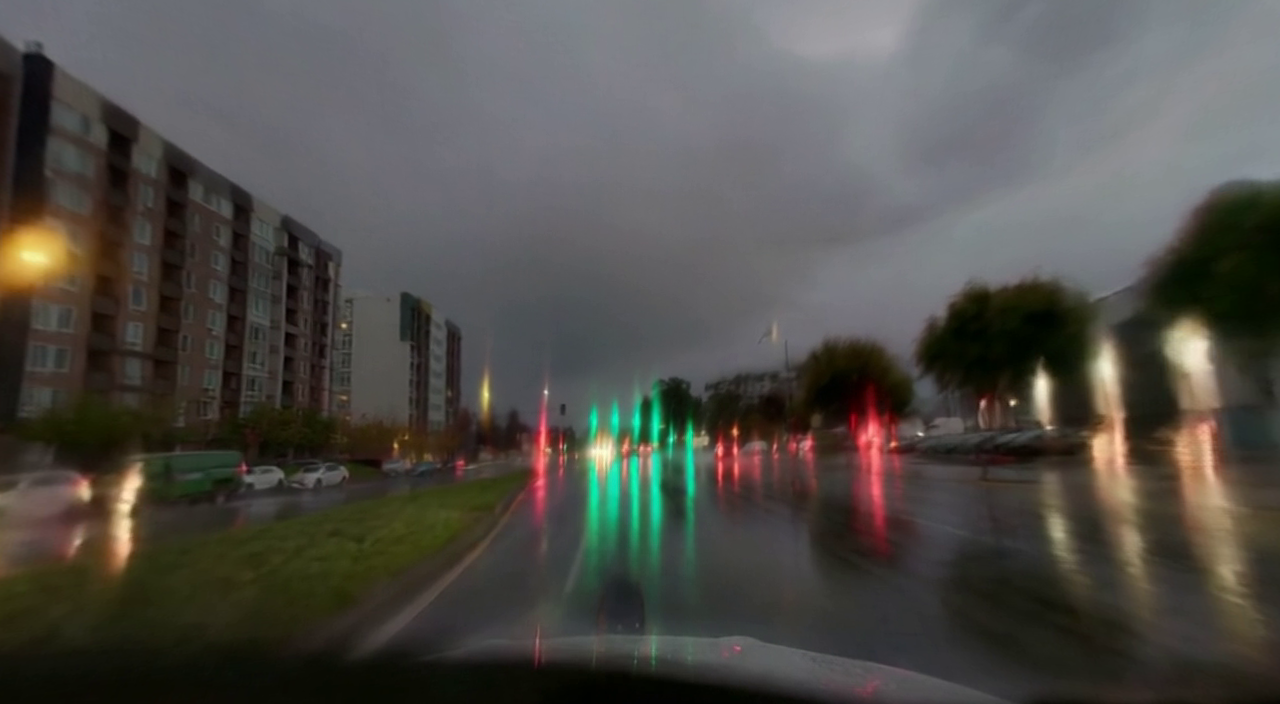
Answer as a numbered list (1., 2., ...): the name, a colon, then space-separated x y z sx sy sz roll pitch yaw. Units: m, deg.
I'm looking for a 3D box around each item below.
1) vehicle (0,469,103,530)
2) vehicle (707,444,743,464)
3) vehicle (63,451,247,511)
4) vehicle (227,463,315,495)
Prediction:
1. vehicle: -19.027 4.386 18.958 1.869 1.606 4.617 0 -9 -2
2. vehicle: 6.273 7.587 47.040 1.992 1.447 4.414 0 -9 -1
3. vehicle: -19.176 5.080 25.589 2.373 2.077 6.457 0 -9 -1
4. vehicle: -19.064 6.570 32.920 1.850 1.451 4.450 0 -9 1
